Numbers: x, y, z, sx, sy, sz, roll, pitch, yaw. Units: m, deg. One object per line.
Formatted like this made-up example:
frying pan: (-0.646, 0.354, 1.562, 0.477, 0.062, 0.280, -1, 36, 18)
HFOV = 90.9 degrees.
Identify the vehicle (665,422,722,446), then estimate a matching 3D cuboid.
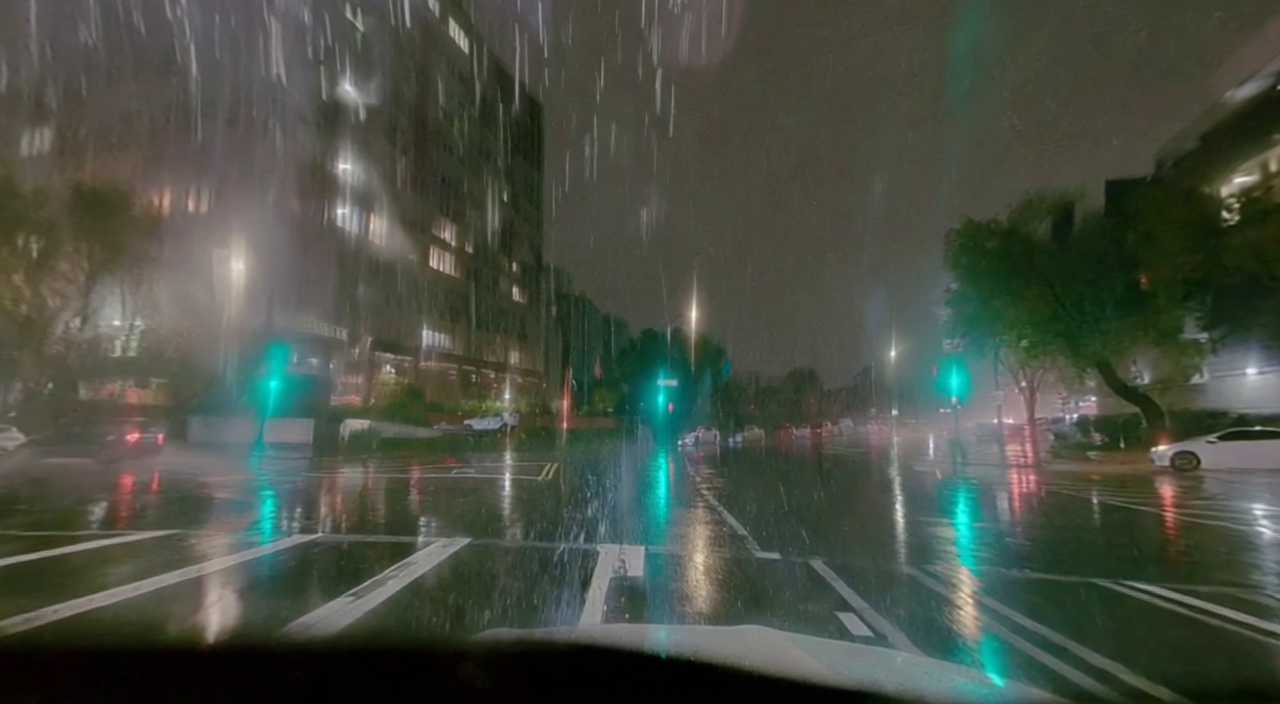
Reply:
vehicle: (3.871, 5.897, 45.274, 1.922, 1.628, 4.291, -7, -11, 40)

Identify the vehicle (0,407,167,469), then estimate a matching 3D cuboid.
vehicle: (-19.333, 2.785, 20.354, 5.978, 1.852, 2.304, 1, -8, -7)

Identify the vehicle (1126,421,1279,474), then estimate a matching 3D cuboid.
vehicle: (17.975, 2.918, 19.247, 4.741, 1.476, 2.042, -7, -11, 40)

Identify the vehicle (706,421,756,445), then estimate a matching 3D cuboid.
vehicle: (5.789, 5.144, 39.730, 1.852, 1.465, 4.092, -4, -9, 28)

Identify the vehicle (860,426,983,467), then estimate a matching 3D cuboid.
vehicle: (11.113, 3.782, 25.329, 2.148, 1.488, 4.508, 2, -9, -13)
